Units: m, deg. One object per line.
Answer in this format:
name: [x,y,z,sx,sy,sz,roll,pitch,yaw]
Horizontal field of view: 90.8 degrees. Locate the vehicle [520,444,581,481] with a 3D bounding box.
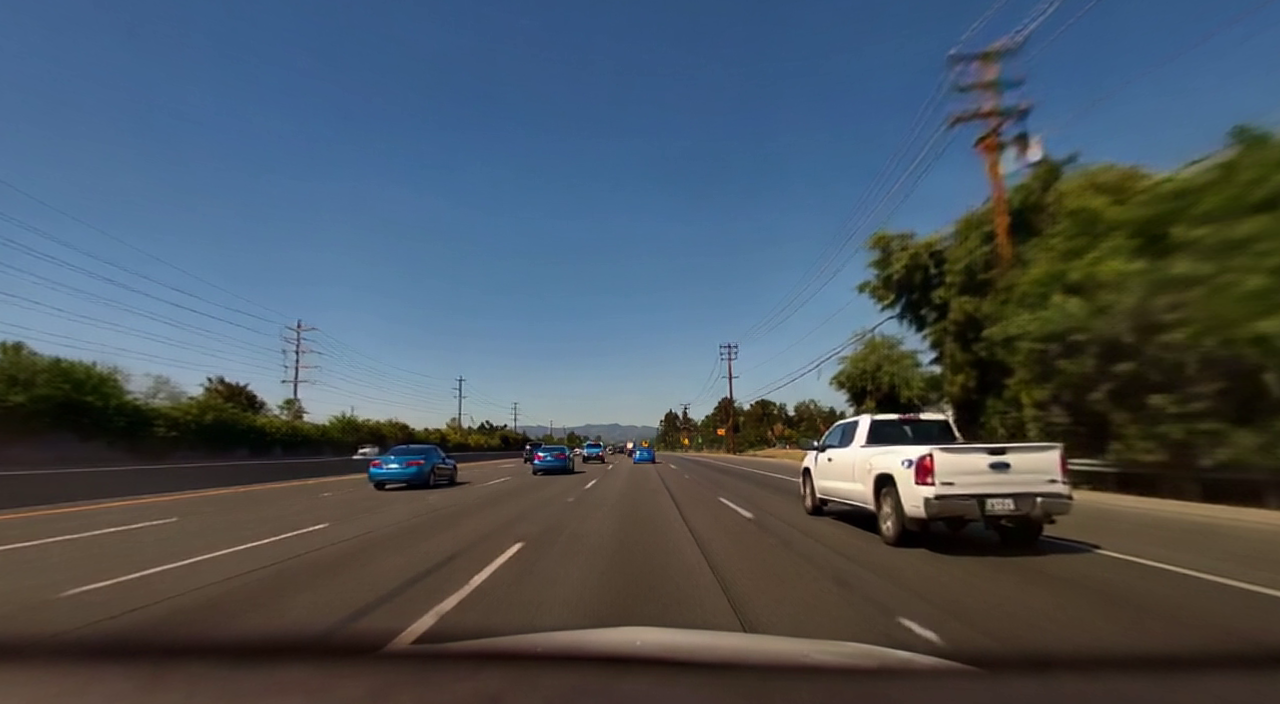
vehicle: [-3.713,4.665,26.930,1.938,1.444,4.206,0,-8,0]

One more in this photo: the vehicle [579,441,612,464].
vehicle: [-3.444,7.864,49.568,2.244,1.752,4.439,0,-8,0]

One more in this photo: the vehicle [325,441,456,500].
vehicle: [-7.166,3.432,18.799,1.959,1.496,4.740,0,-8,0]

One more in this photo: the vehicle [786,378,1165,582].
vehicle: [3.779,1.583,8.599,2.231,1.919,5.086,0,-8,-1]

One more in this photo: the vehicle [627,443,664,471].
vehicle: [0.296,5.994,36.216,2.030,1.471,4.115,0,-8,0]
